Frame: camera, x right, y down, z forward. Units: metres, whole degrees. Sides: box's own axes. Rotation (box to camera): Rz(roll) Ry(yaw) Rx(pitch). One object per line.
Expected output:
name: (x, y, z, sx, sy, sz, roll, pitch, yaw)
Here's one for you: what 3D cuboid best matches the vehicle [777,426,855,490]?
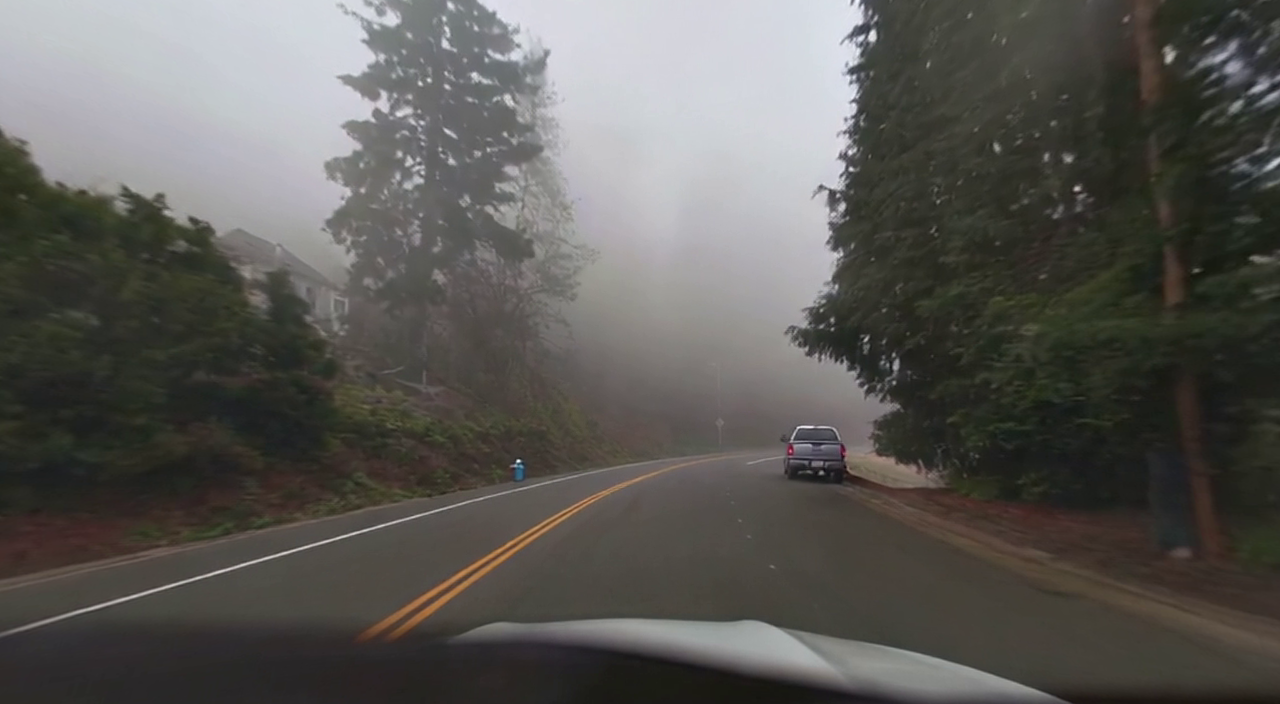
vehicle: (5.579, 3.361, 20.439, 1.992, 1.817, 4.467, -1, -8, 10)
